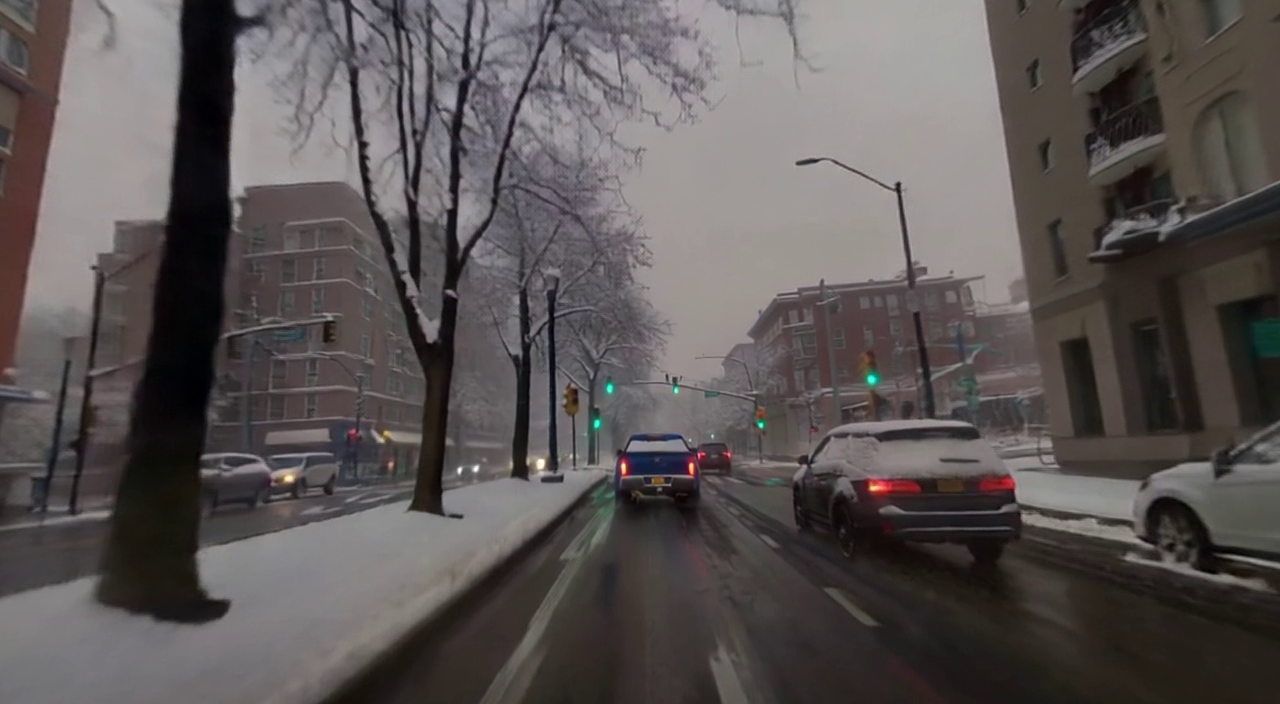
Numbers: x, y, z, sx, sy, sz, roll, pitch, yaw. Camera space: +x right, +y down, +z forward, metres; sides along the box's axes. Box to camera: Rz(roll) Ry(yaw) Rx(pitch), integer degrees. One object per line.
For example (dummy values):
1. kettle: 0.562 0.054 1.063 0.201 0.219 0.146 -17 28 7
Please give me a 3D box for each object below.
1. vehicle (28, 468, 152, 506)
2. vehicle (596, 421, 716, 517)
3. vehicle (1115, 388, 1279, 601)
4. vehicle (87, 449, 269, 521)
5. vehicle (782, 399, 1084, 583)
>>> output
1. vehicle: -29.015 7.113 33.400 4.558 1.818 2.120 0 -9 1
2. vehicle: 0.313 2.489 13.780 2.209 1.748 4.130 0 -9 1
3. vehicle: 6.449 1.123 4.792 2.066 1.790 4.663 0 -9 1
4. vehicle: -13.798 3.937 19.290 1.914 1.889 4.585 -1 -9 2
5. vehicle: 3.286 1.646 8.176 1.939 1.746 4.091 0 -9 1
